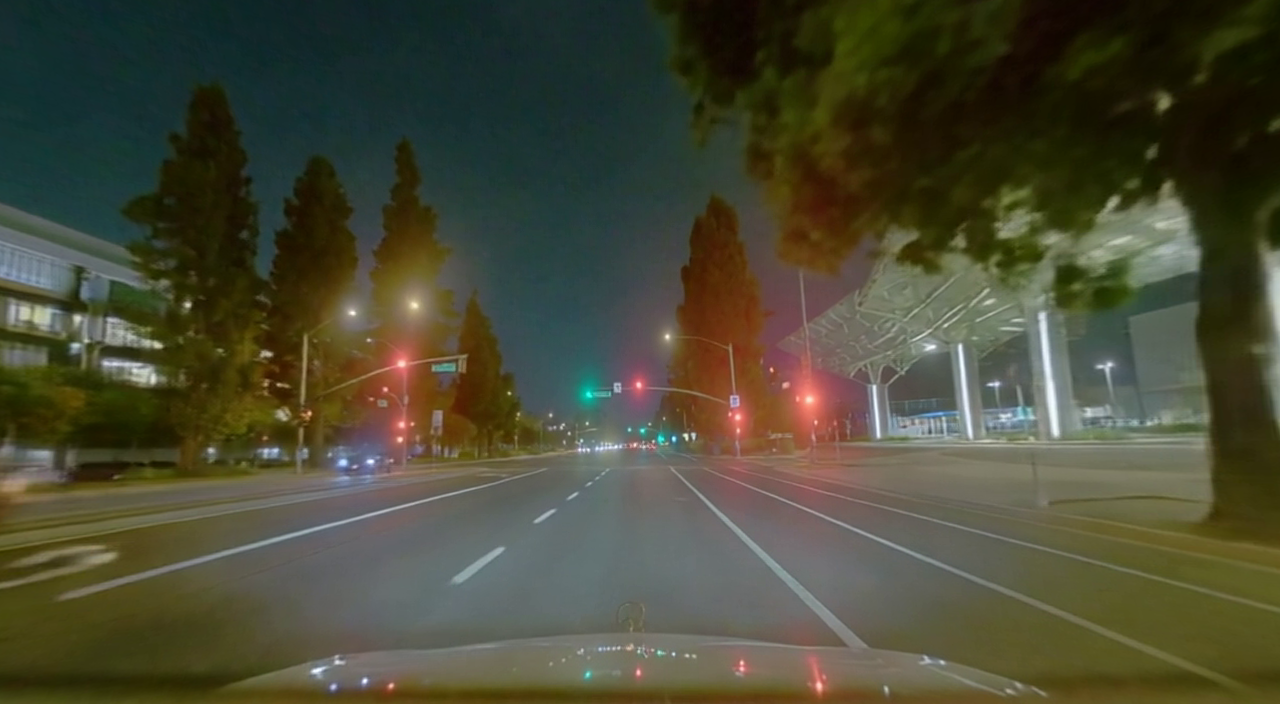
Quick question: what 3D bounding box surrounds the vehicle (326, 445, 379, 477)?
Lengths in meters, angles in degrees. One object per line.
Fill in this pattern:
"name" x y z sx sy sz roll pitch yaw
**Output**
"vehicle" -16.643 6.284 36.741 1.999 1.710 4.228 2 -8 -14
